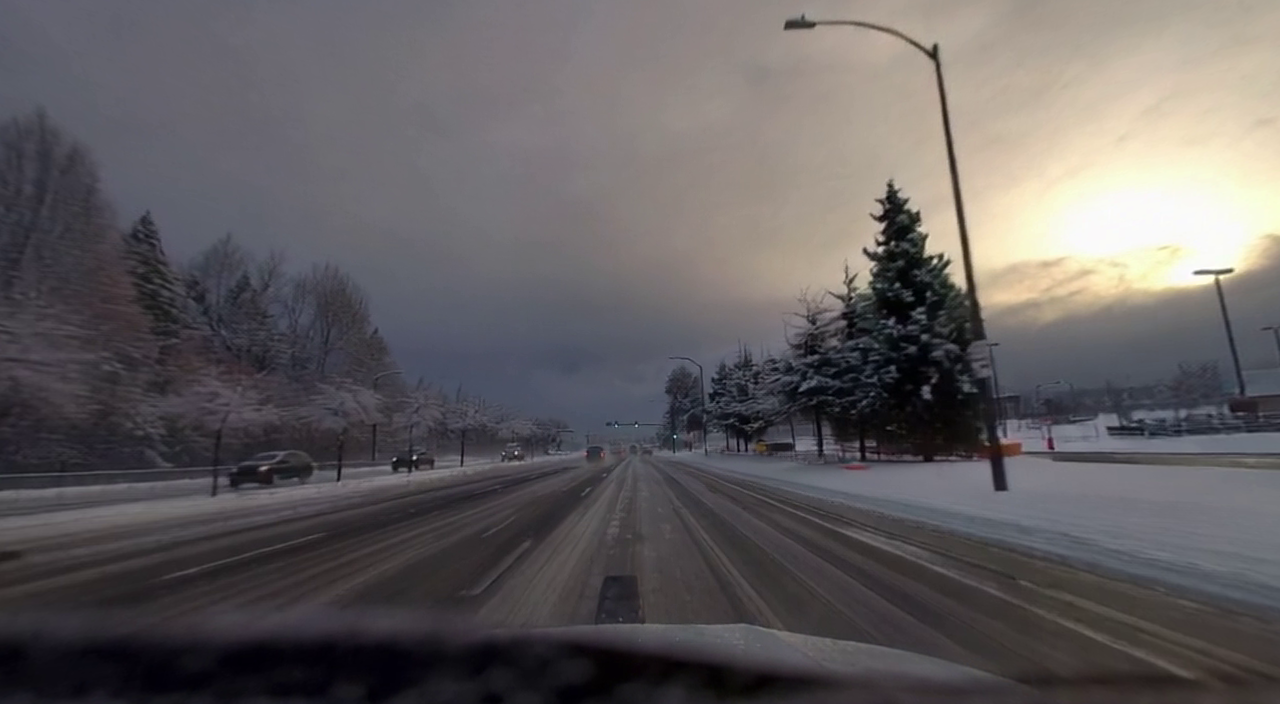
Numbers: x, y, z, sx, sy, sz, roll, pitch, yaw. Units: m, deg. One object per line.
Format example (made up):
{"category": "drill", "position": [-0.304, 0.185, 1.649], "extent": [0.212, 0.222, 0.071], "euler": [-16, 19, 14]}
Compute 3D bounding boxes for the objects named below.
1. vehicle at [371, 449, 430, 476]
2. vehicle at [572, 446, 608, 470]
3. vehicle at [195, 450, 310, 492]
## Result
{"category": "vehicle", "position": [-15.242, 7.046, 40.464], "extent": [1.974, 1.602, 4.542], "euler": [0, -8, 1]}
{"category": "vehicle", "position": [-3.491, 7.490, 44.838], "extent": [2.121, 1.654, 3.993], "euler": [0, -8, 1]}
{"category": "vehicle", "position": [-15.448, 4.718, 25.493], "extent": [1.899, 1.518, 4.305], "euler": [0, -8, 0]}
